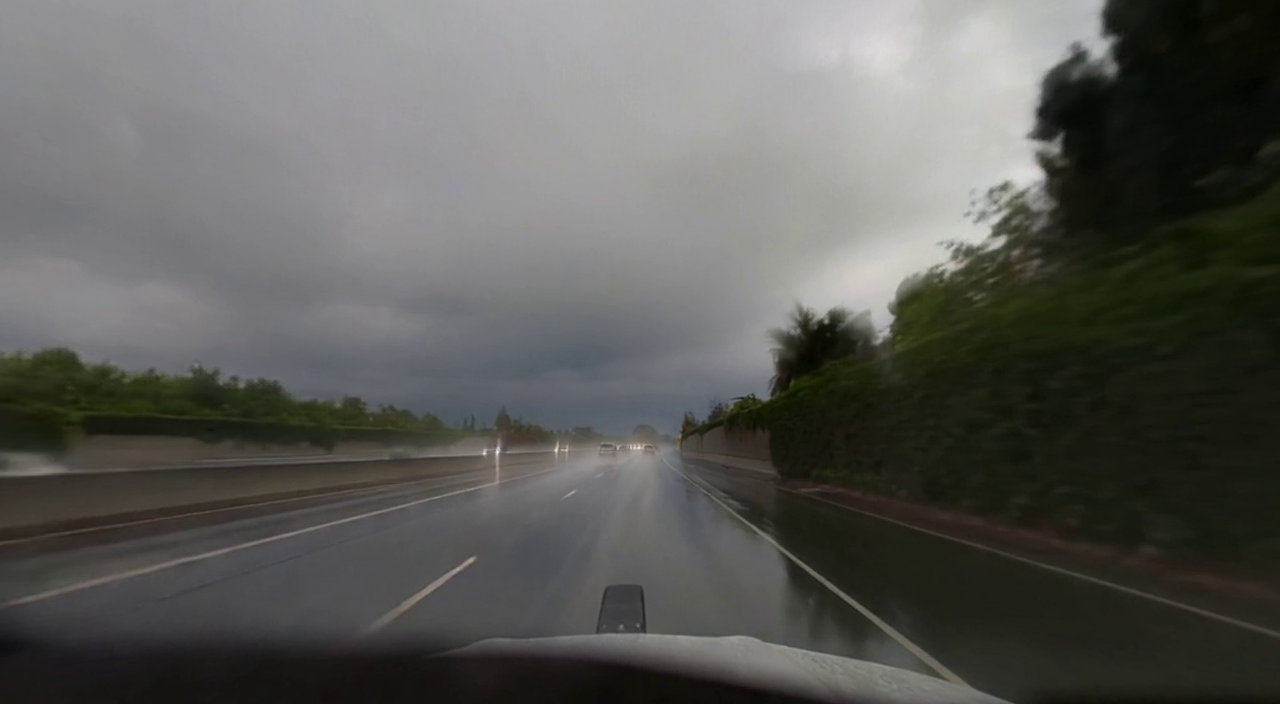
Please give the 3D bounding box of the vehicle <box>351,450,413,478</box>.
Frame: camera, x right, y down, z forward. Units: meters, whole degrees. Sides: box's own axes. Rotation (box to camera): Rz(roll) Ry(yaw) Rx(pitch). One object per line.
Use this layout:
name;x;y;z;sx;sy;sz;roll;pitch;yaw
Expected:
vehicle;-14.723;6.391;36.265;1.830;1.455;3.957;0;-9;0
